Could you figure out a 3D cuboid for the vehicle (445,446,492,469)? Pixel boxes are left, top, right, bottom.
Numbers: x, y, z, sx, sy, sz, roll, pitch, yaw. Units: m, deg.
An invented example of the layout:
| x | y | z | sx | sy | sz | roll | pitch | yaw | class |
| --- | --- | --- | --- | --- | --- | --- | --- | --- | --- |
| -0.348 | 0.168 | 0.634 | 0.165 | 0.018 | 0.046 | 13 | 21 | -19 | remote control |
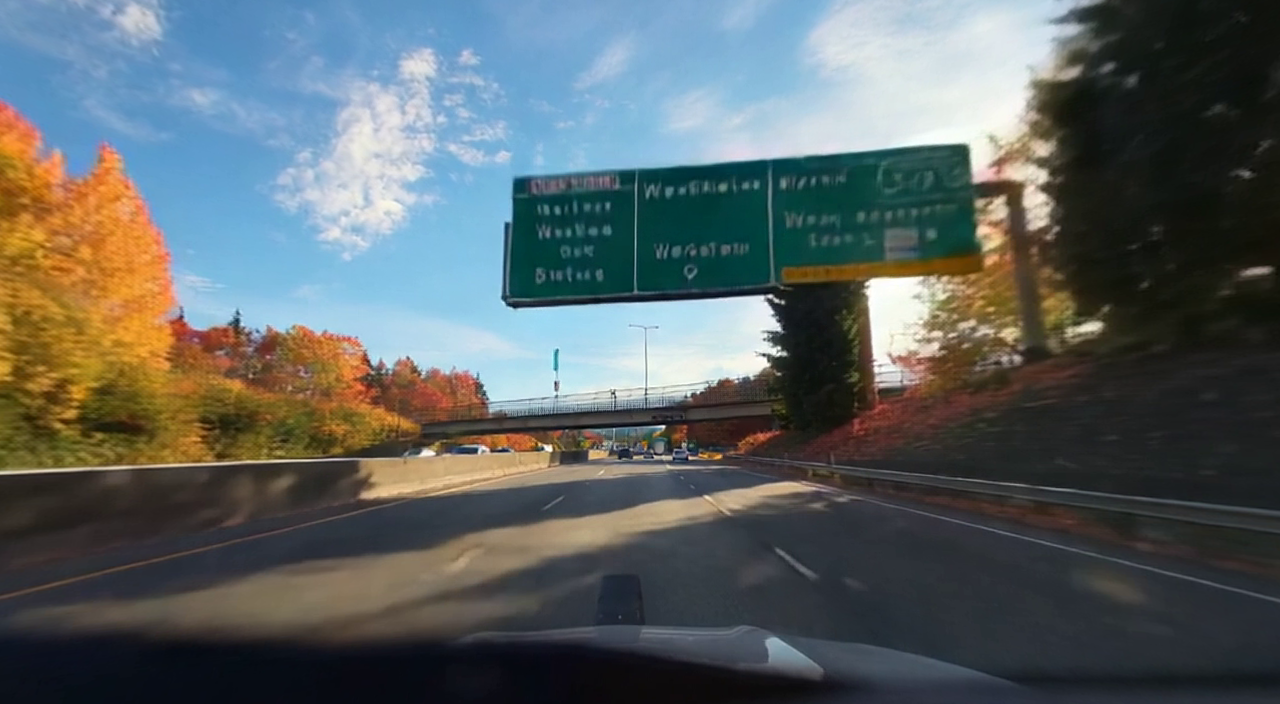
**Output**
| x | y | z | sx | sy | sz | roll | pitch | yaw | class |
| --- | --- | --- | --- | --- | --- | --- | --- | --- | --- |
| -12.320 | 7.634 | 45.392 | 1.984 | 1.555 | 4.588 | -1 | -9 | 2 | vehicle |
